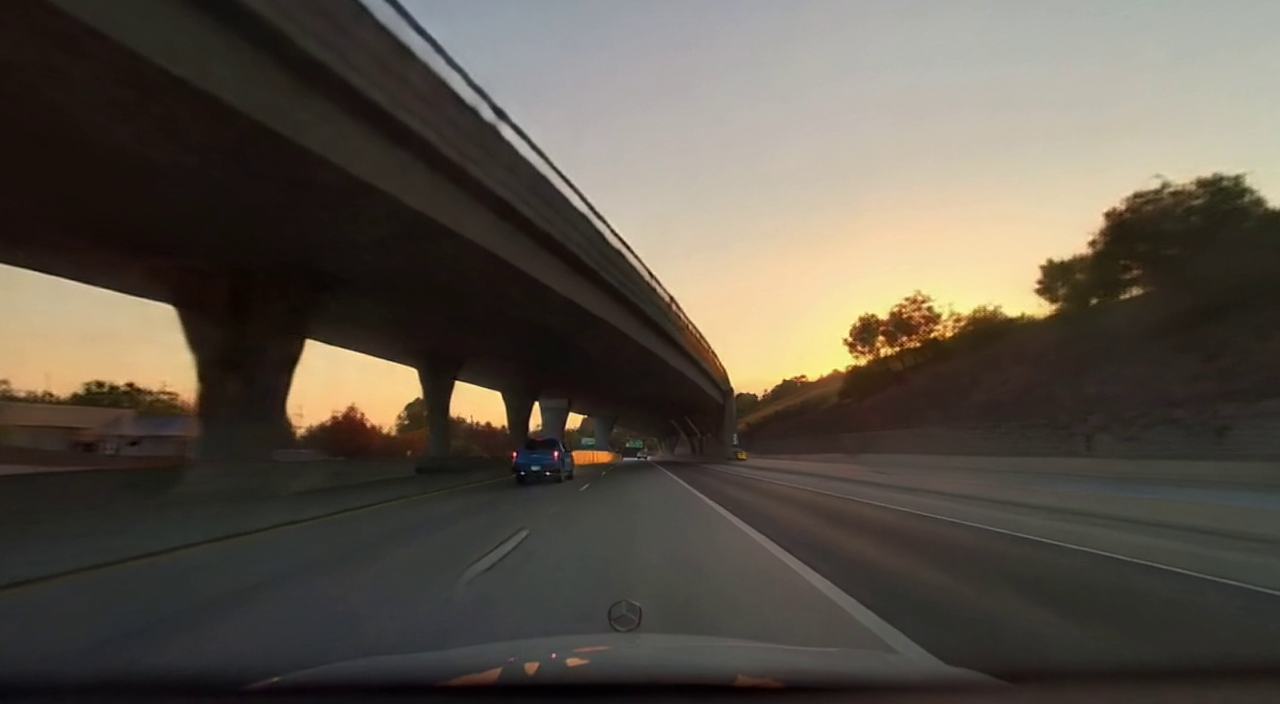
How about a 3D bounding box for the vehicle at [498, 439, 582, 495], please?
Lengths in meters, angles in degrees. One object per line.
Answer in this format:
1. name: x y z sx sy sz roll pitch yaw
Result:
1. vehicle: -3.322 3.918 21.775 2.152 1.717 4.423 0 -9 1
